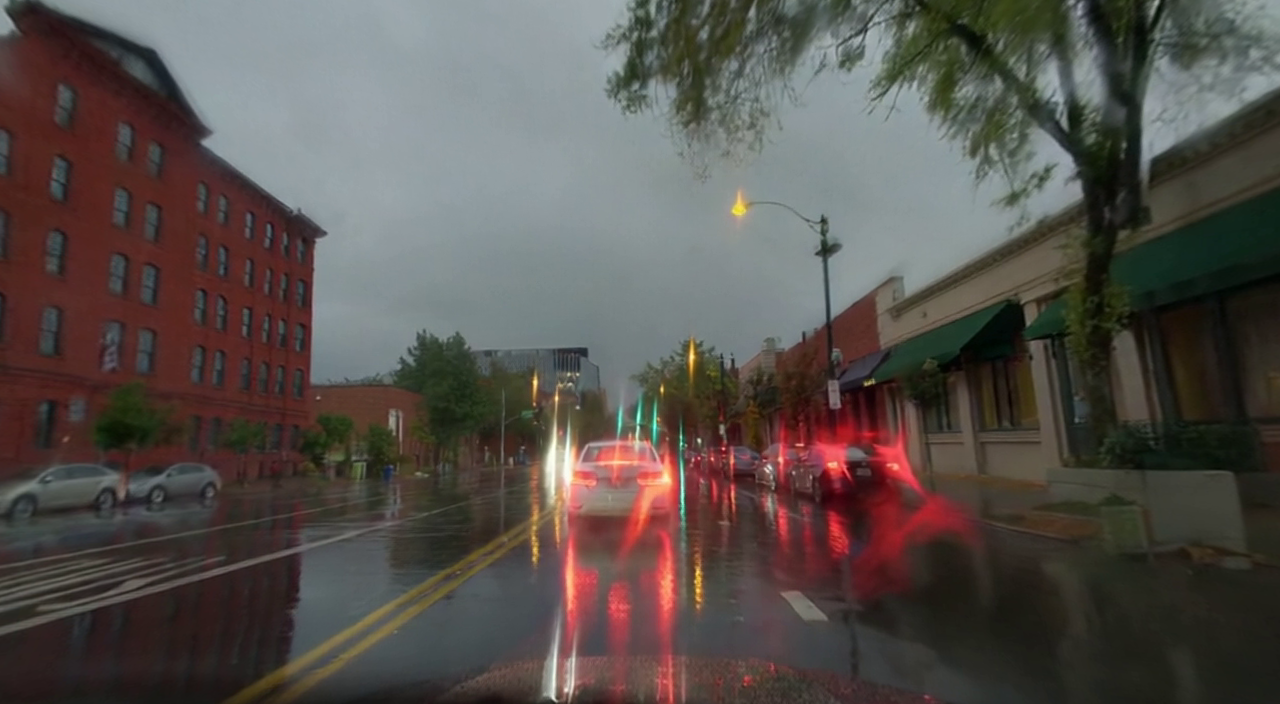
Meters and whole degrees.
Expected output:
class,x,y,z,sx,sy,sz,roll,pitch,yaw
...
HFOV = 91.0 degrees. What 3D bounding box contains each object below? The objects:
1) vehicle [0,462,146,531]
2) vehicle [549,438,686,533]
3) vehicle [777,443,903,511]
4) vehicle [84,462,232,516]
class,x,y,z,sx,sy,sz,roll,pitch,yaw
vehicle,-17.596,4.173,18.764,1.909,1.658,4.559,0,-9,1
vehicle,-0.369,2.491,12.353,2.230,1.518,4.113,0,-9,0
vehicle,4.931,3.110,16.162,1.832,1.491,4.054,1,-9,-1
vehicle,-17.977,5.097,23.832,2.011,1.727,4.449,1,-9,0
